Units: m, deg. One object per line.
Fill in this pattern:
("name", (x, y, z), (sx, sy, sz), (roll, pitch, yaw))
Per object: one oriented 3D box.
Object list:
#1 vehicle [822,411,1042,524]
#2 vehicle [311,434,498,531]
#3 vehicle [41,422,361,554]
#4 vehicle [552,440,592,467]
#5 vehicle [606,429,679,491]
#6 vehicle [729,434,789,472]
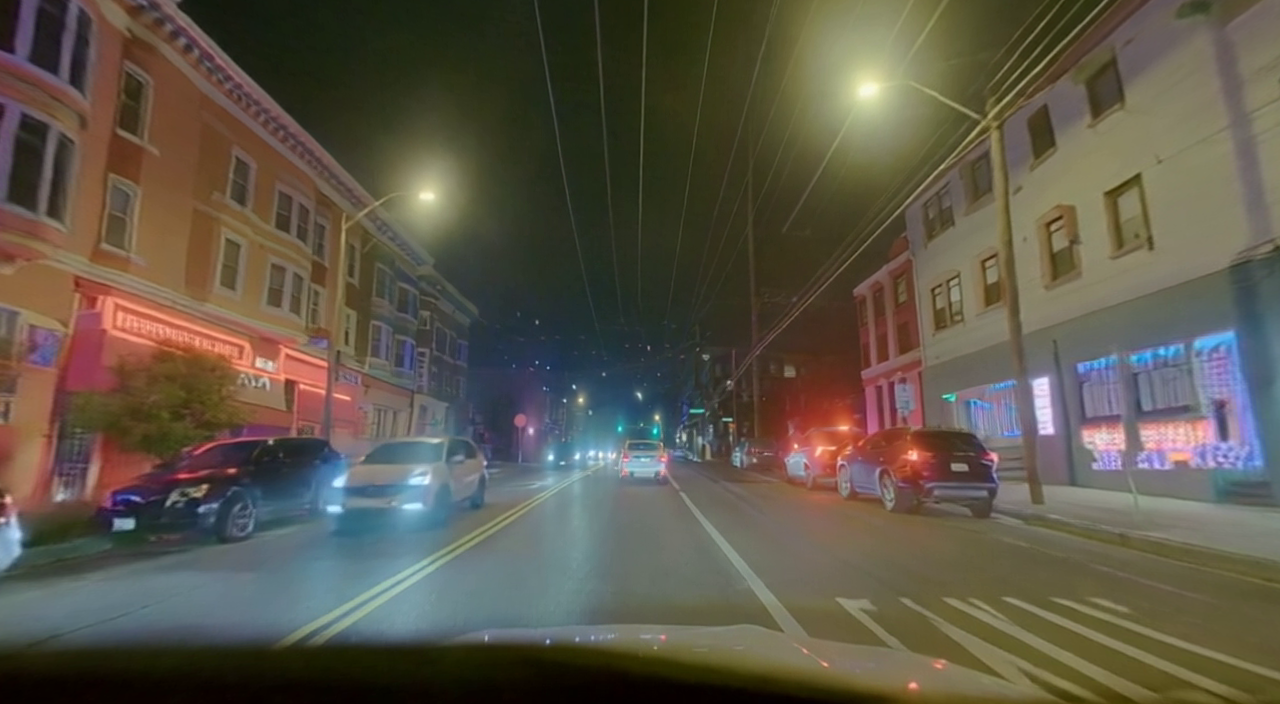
("vehicle", (6.246, 2.562, 14.664), (2.203, 2.052, 5.975), (0, -8, 0))
("vehicle", (-4.234, 2.396, 12.267), (1.944, 1.515, 4.428), (0, -8, 0))
("vehicle", (-7.401, 2.283, 11.639), (2.095, 1.847, 5.290), (0, -8, 0))
("vehicle", (-4.103, 6.197, 38.715), (1.968, 1.524, 4.304), (0, -8, 0))
("vehicle", (0.082, 3.190, 18.927), (1.980, 1.635, 3.795), (0, -8, 0))
("vehicle", (6.384, 5.512, 34.667), (2.197, 1.917, 5.637), (0, -8, 0))
